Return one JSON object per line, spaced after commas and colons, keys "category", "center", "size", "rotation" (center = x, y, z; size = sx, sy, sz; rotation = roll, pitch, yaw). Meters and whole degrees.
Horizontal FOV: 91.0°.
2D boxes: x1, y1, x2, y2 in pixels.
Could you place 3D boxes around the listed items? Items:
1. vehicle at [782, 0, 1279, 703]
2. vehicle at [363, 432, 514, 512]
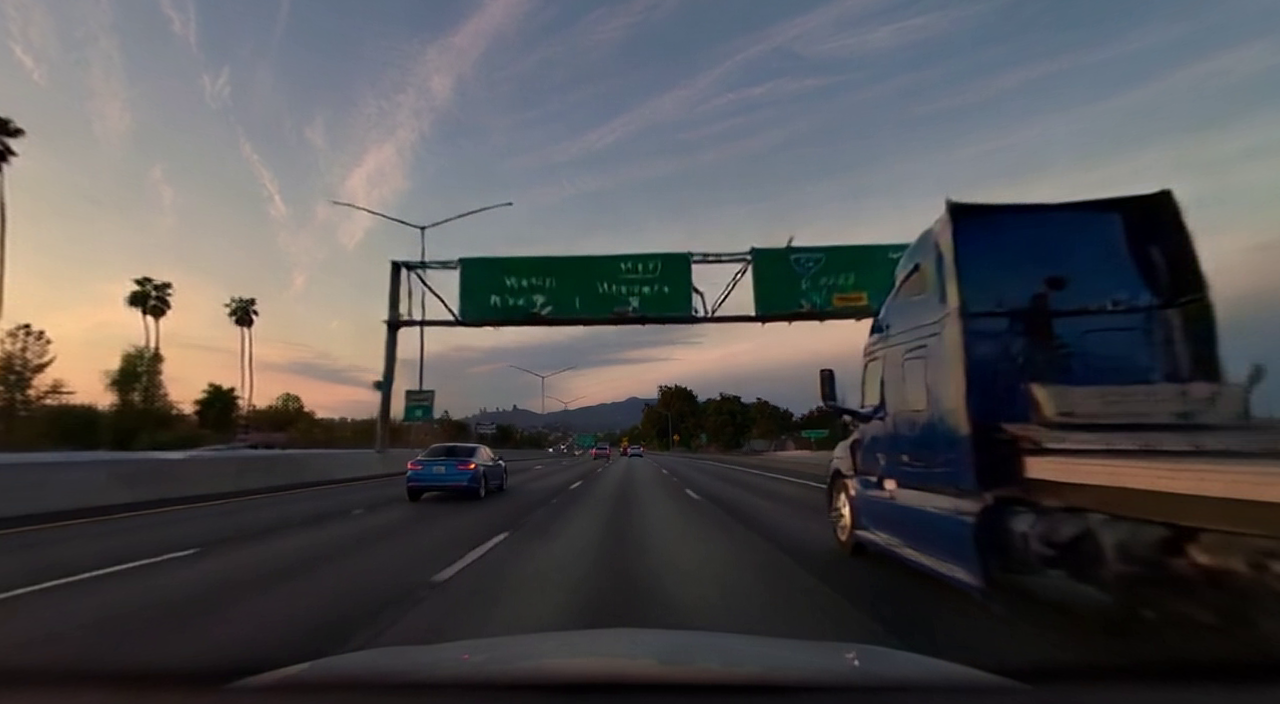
{"category": "vehicle", "center": [3.531, 0.437, 5.497], "size": [3.073, 3.886, 5.856], "rotation": [0, -8, -1]}
{"category": "vehicle", "center": [-4.371, 2.661, 14.444], "size": [2.120, 1.537, 4.139], "rotation": [0, -8, -1]}
